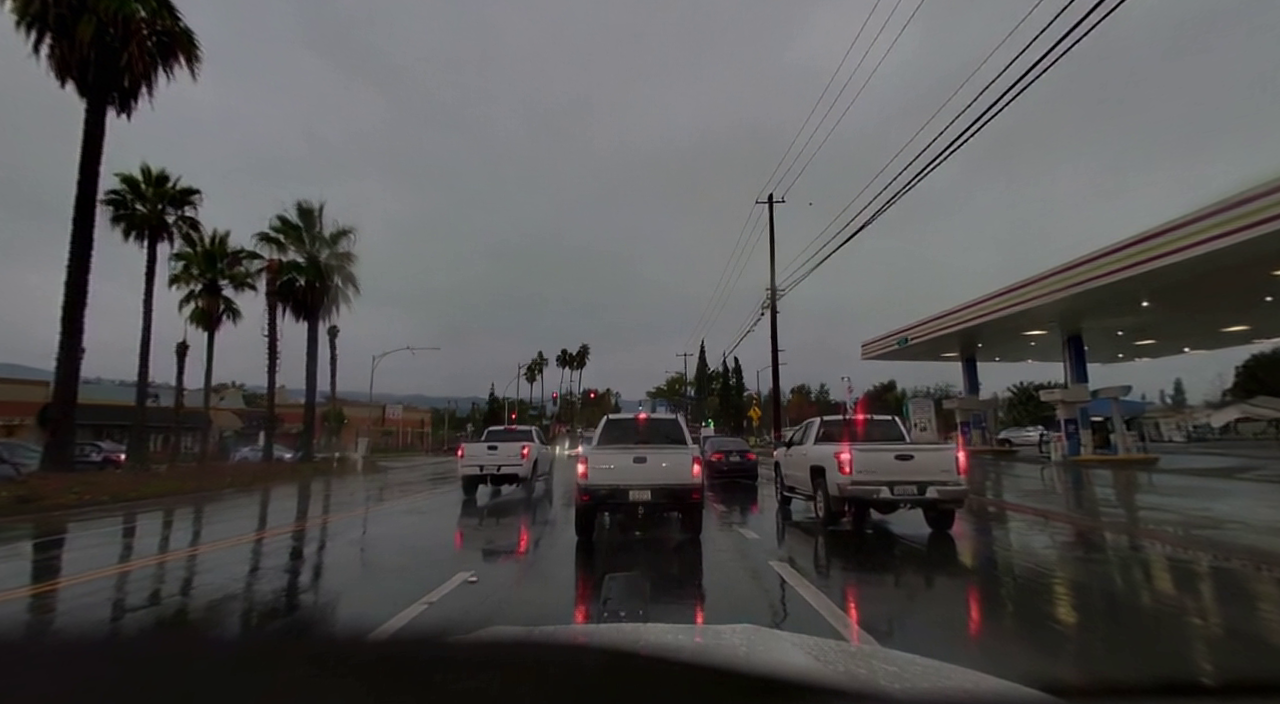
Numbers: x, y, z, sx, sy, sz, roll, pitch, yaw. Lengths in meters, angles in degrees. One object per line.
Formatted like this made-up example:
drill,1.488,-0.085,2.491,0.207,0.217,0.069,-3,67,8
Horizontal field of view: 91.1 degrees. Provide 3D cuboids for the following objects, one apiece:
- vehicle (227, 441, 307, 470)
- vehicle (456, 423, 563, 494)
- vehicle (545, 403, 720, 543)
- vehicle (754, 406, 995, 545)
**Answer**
vehicle,-29.031,8.043,49.174,2.543,2.092,6.613,0,-8,-3
vehicle,-3.675,3.114,18.646,2.071,1.811,4.605,0,-8,1
vehicle,-0.043,1.995,11.053,2.295,1.835,5.471,0,-8,1
vehicle,3.603,2.041,11.128,2.120,1.828,5.531,0,-8,0
